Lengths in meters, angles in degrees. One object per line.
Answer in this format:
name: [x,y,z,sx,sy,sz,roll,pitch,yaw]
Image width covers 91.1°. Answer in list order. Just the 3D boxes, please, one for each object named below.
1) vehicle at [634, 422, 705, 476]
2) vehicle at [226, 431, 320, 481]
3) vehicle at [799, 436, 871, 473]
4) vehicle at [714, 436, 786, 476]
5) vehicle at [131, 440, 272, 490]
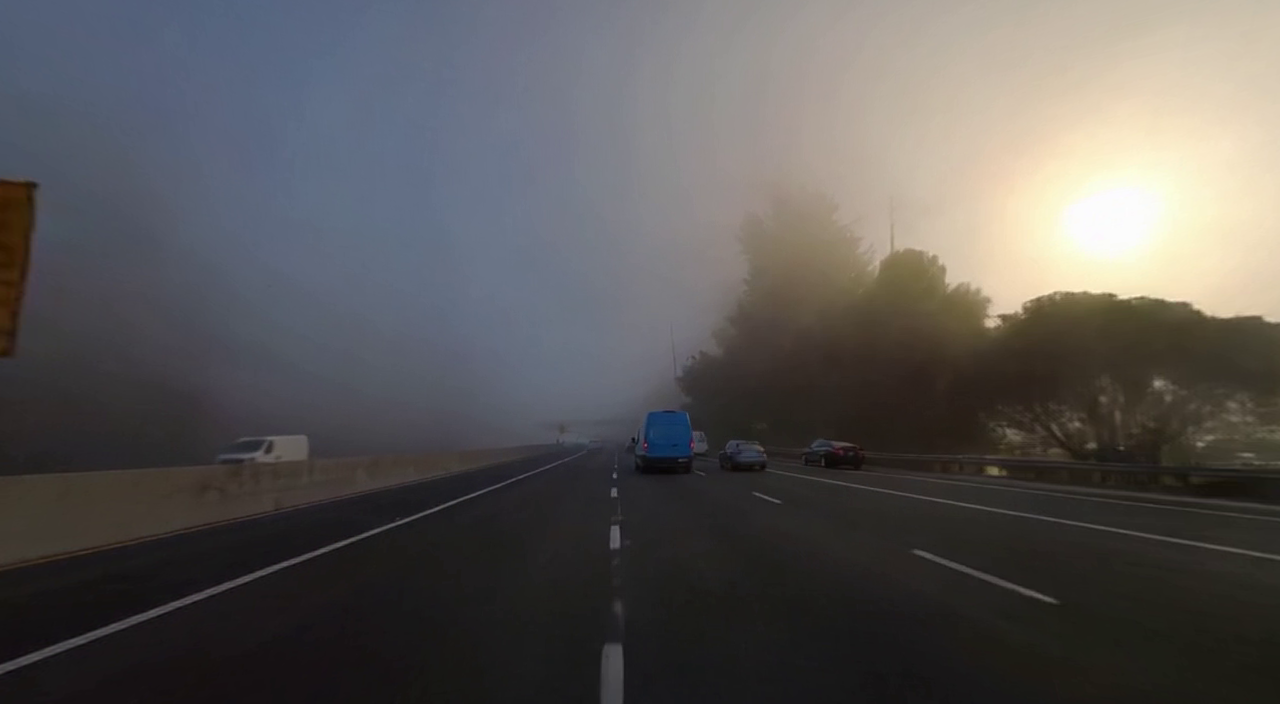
vehicle: [1.126,4.195,27.359,2.546,2.087,5.404,0,-8,-3]
vehicle: [-20.829,5.910,35.993,2.527,2.527,5.020,-3,-8,-2]
vehicle: [8.620,4.551,28.029,1.874,1.496,3.586,0,-8,-3]
vehicle: [4.442,4.270,25.944,2.099,1.510,3.784,0,-8,-3]
vehicle: [-20.654,5.310,30.073,2.690,2.013,5.924,-1,-8,-3]
